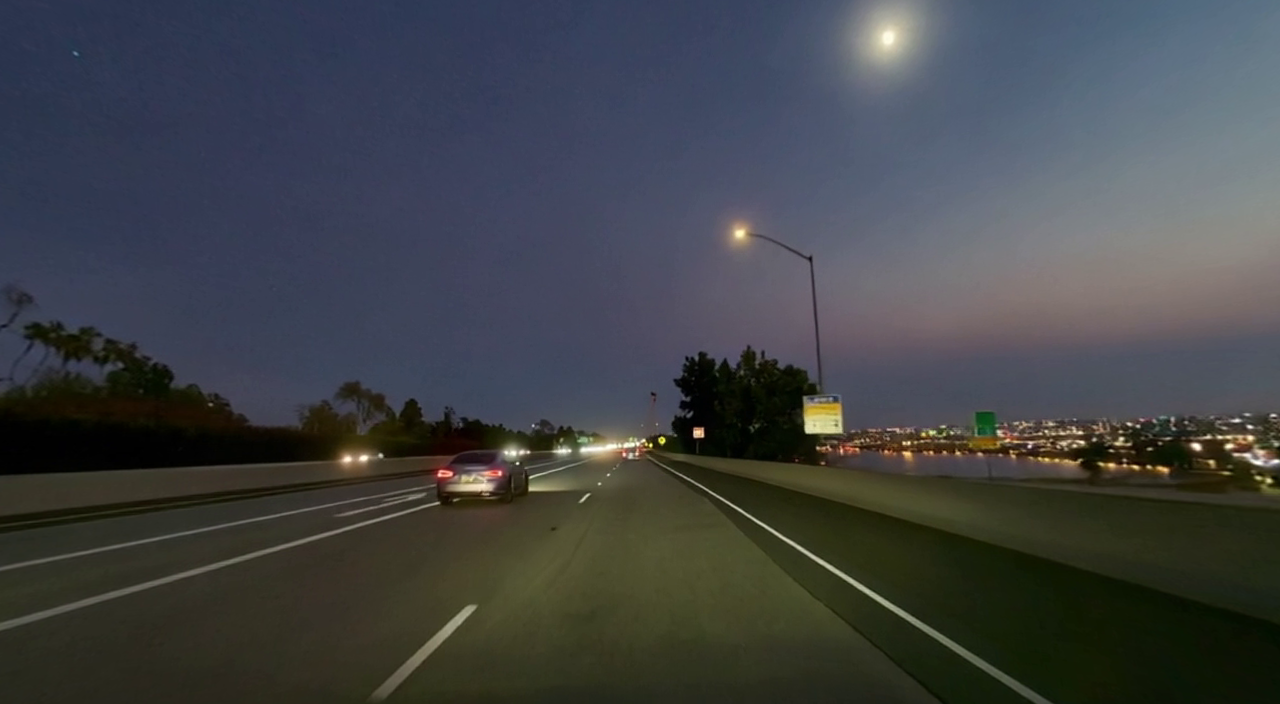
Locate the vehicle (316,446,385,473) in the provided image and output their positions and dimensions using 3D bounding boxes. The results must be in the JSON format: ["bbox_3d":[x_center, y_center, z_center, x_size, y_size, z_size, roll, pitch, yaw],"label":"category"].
[{"bbox_3d":[-16.843,6.242,36.771,1.910,1.438,4.552,0,-8,0],"label":"vehicle"}]

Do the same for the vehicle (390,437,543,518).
[{"bbox_3d":[-3.762,2.799,14.672,2.092,1.562,4.748,0,-8,1],"label":"vehicle"}]
